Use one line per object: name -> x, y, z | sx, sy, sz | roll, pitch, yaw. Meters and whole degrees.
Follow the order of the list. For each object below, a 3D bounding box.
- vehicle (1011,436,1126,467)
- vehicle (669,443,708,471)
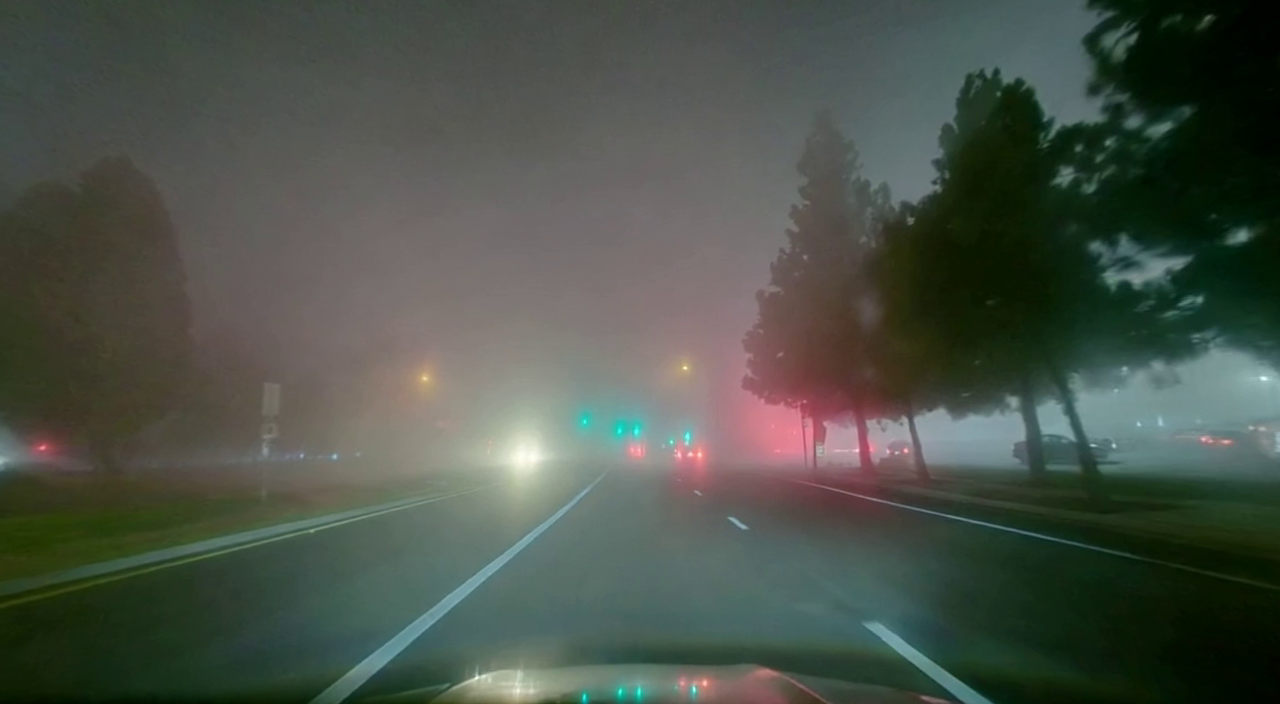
vehicle -> 21.844, 5.090, 32.358 | 4.217, 1.470, 2.173 | -1, -9, 2
vehicle -> 3.177, 6.992, 42.198 | 2.069, 1.761, 4.610 | 0, -9, -2
